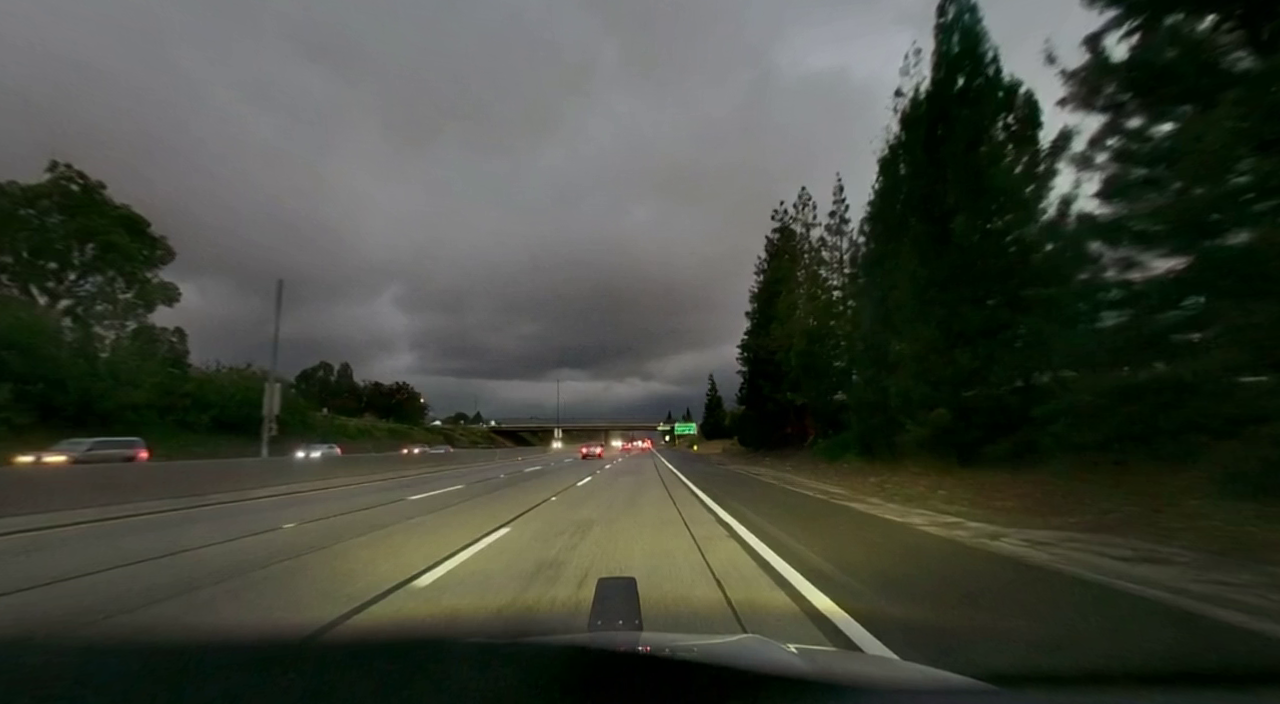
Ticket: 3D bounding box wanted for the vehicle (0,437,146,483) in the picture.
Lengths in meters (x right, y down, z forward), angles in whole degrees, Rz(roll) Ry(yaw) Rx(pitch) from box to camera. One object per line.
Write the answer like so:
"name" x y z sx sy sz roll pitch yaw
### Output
"vehicle" -32.028 6.027 35.504 2.710 2.314 6.710 0 -9 2
